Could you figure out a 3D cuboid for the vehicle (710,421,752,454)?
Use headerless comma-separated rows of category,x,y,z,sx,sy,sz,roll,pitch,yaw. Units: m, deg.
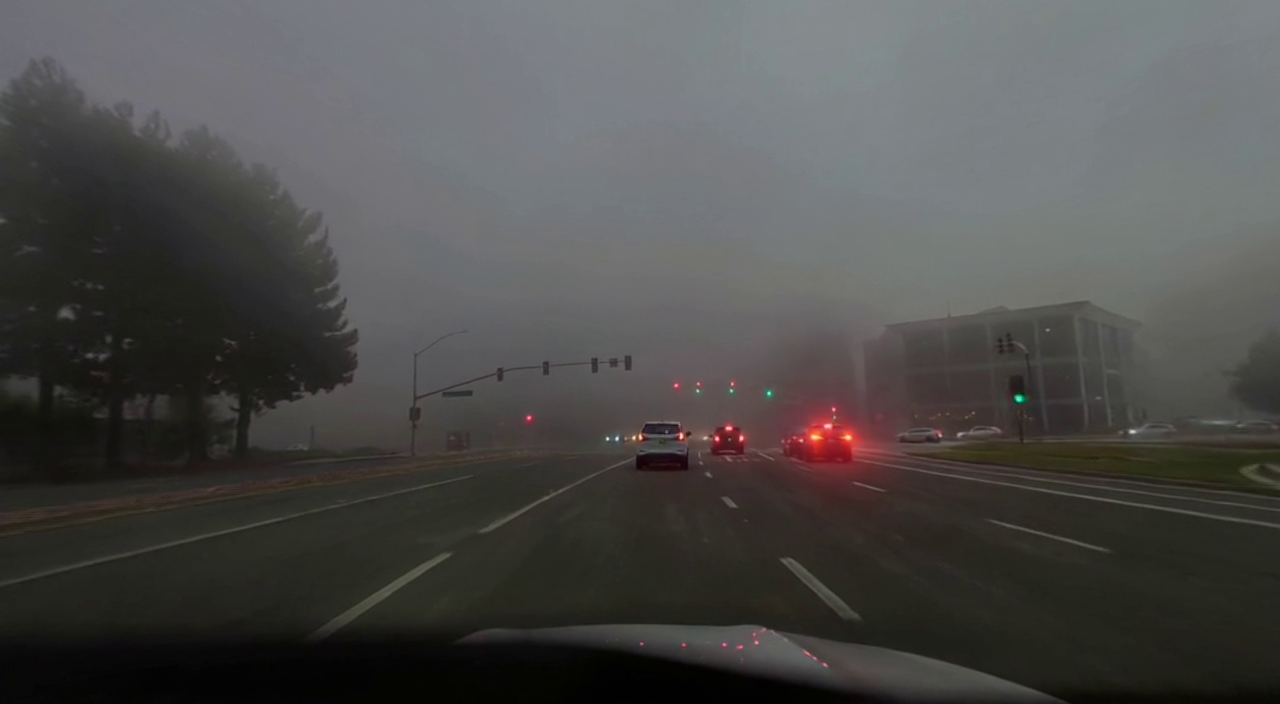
vehicle,5.263,5.044,36.862,2.188,1.774,4.646,-1,-9,7

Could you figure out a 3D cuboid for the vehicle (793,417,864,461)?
vehicle,8.294,3.898,28.244,2.074,1.791,4.393,-1,-9,4

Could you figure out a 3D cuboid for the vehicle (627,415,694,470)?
vehicle,0.775,3.300,22.999,2.211,1.795,4.179,-1,-9,3
